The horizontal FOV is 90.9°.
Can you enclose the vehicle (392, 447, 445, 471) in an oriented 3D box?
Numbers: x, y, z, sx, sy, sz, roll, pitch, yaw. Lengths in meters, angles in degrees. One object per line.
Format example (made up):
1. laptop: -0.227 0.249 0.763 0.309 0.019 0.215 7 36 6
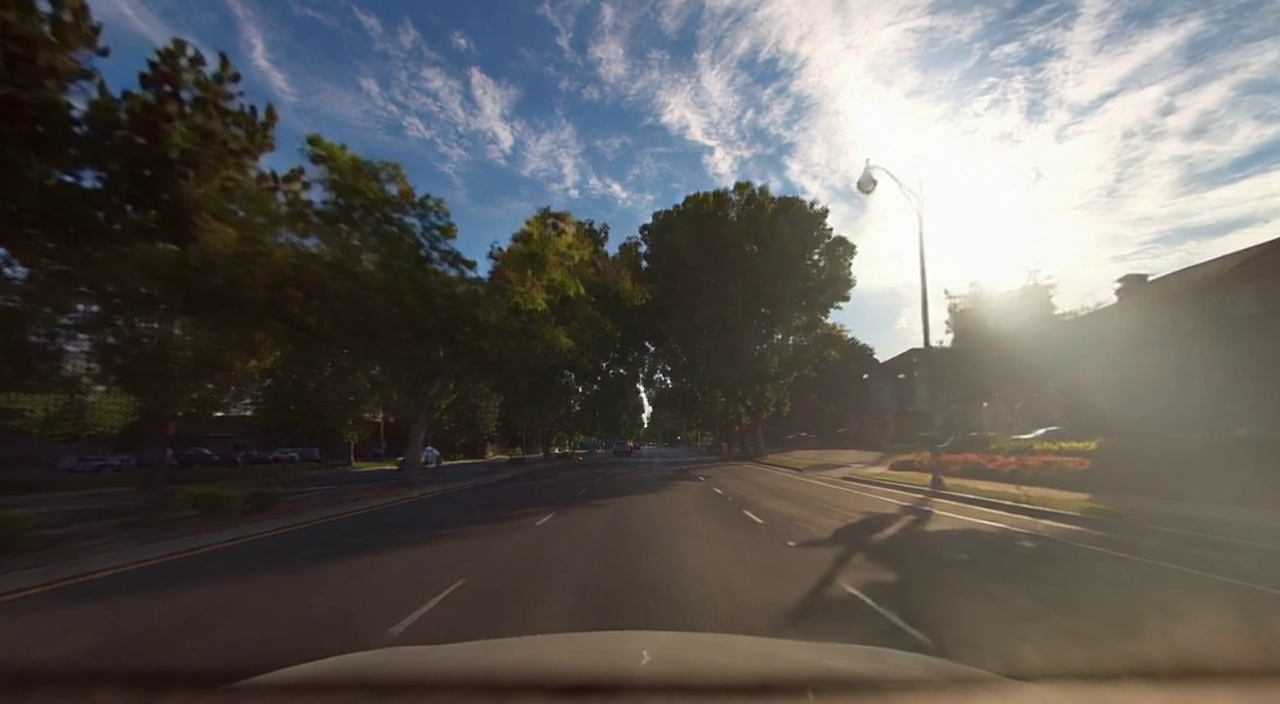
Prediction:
1. vehicle: -16.190 7.831 46.367 2.168 1.634 4.610 0 -8 1
